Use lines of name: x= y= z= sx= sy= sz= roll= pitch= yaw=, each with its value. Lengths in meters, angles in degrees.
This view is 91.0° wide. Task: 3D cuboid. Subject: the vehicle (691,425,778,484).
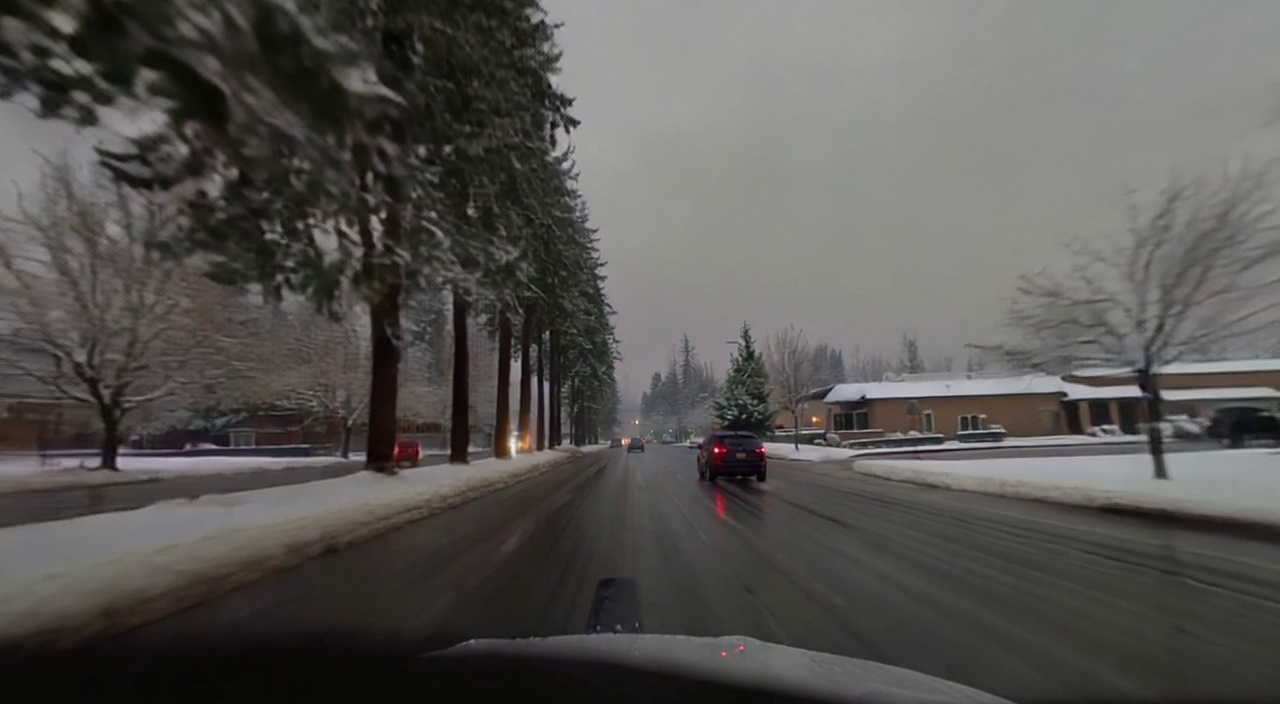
vehicle: x=2.862 y=3.225 z=20.038 sx=2.022 sy=1.656 sz=4.025 roll=0 pitch=-8 yaw=-2

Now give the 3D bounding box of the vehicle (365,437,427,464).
vehicle: x=-14.421 y=5.849 z=37.418 sx=1.862 sy=1.485 sz=4.611 roll=0 pitch=-8 yaw=0
